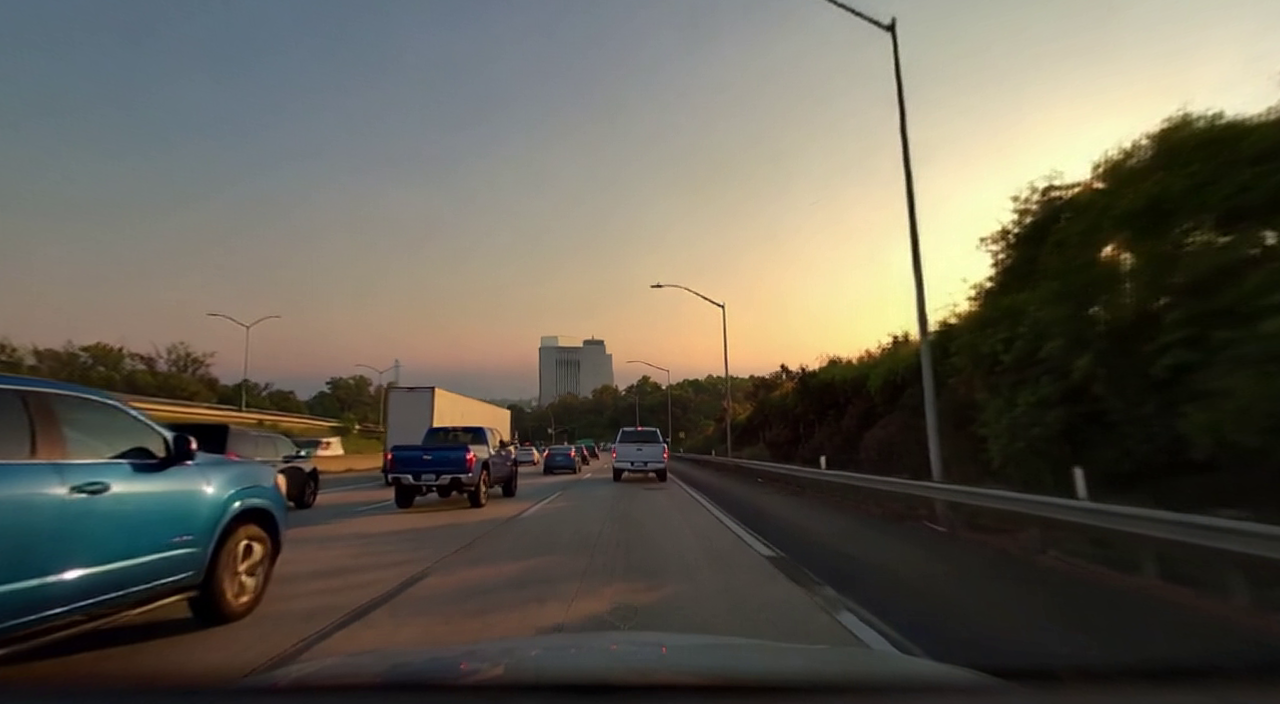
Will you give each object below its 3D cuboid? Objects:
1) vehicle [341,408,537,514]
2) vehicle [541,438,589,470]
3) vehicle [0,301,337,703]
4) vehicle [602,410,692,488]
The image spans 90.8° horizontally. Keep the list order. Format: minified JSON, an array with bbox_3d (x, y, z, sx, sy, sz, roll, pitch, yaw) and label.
[{"bbox_3d":[-4.207,2.459,14.672,2.575,1.958,5.730,0,-9,1],"label":"vehicle"},{"bbox_3d":[-4.612,6.378,39.525,2.329,1.859,4.823,0,-9,1],"label":"vehicle"},{"bbox_3d":[-3.552,0.734,2.315,2.303,1.835,5.044,0,-9,1],"label":"vehicle"},{"bbox_3d":[0.111,3.716,24.271,2.886,2.471,7.692,0,-9,-2],"label":"vehicle"}]
